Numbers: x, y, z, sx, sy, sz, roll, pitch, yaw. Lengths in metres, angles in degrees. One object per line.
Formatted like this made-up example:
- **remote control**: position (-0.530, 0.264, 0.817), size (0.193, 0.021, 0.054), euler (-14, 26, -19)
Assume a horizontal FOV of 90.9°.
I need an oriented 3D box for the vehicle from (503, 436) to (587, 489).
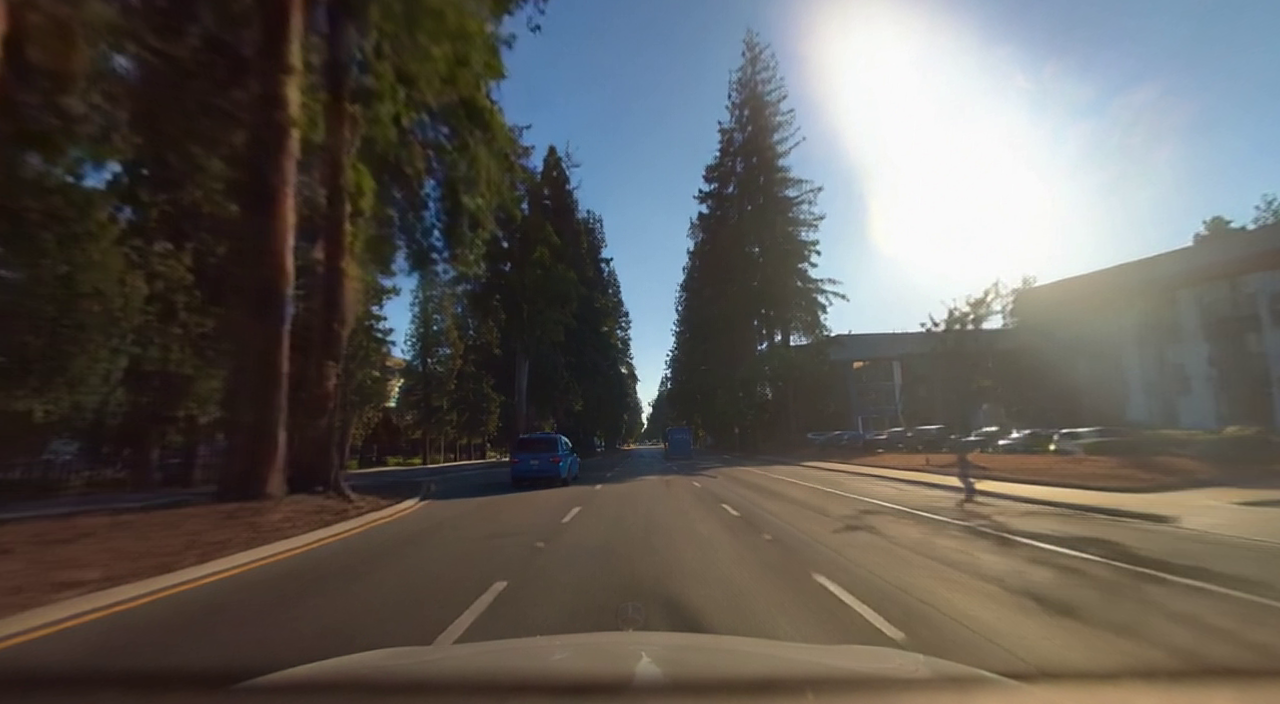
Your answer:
- **vehicle**: position (-3.105, 3.746, 21.672), size (2.129, 1.602, 4.532), euler (0, -8, 1)
